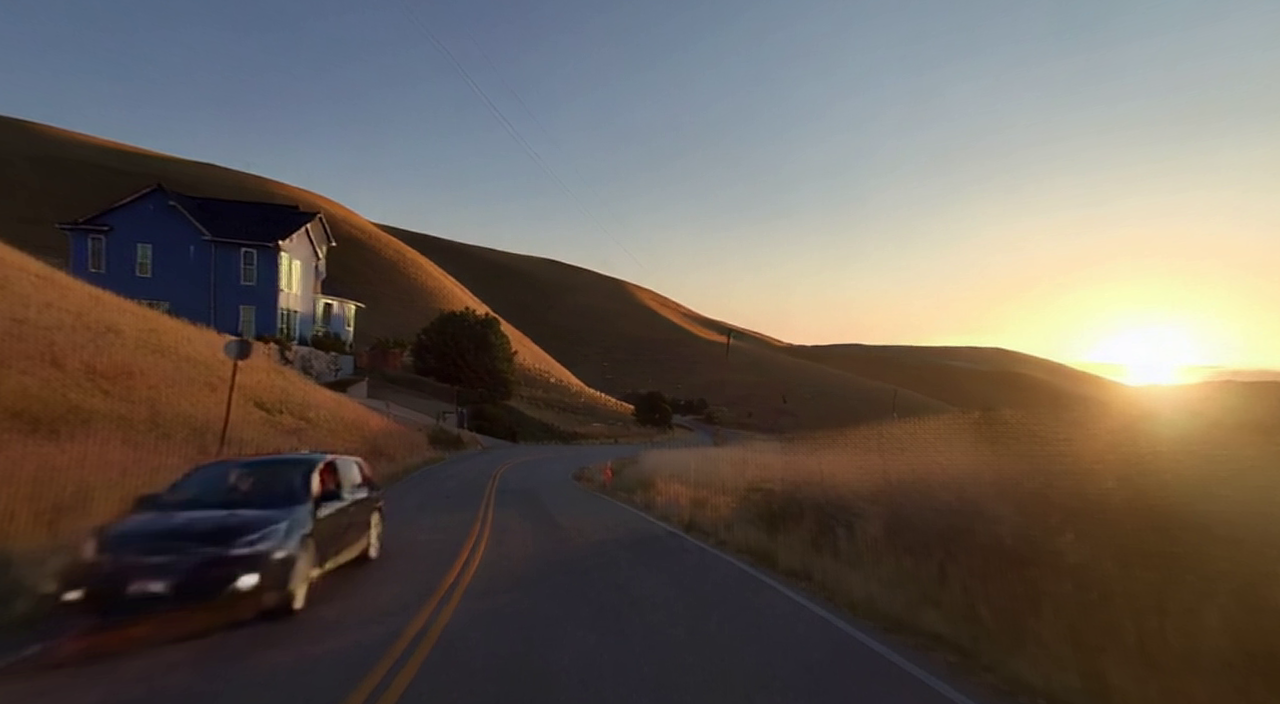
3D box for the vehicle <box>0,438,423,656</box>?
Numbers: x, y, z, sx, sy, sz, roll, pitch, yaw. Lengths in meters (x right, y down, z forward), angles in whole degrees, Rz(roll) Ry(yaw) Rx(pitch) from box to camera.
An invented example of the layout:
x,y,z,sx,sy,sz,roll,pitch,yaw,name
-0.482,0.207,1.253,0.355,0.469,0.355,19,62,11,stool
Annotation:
x,y,z,sx,sy,sz,roll,pitch,yaw,name
-3.790,1.662,6.534,2.063,1.485,3.997,1,-8,-6,vehicle
